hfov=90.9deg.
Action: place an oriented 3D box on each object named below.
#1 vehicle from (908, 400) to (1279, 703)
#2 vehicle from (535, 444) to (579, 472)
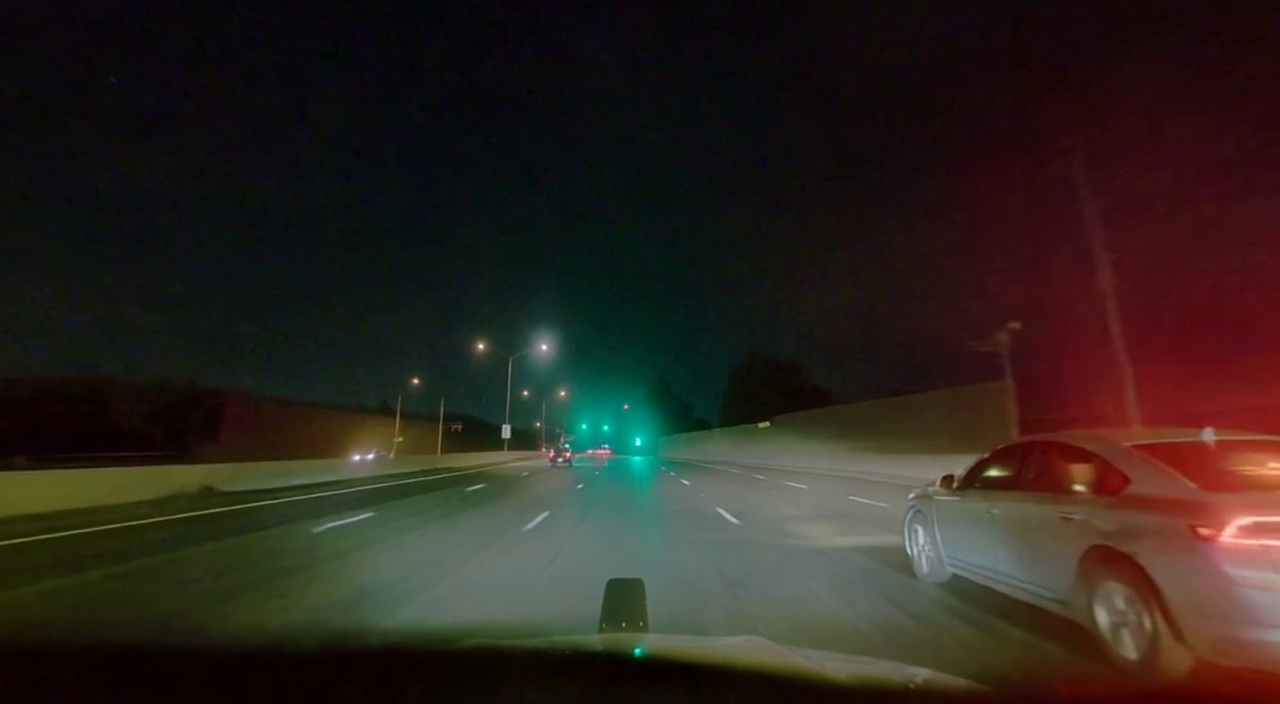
[{"bbox_3d":[3.281,1.012,2.878,2.030,1.490,4.737,0,-8,0],"label":"vehicle"},{"bbox_3d":[-4.665,6.016,36.040,2.014,1.481,4.156,0,-8,-1],"label":"vehicle"}]
